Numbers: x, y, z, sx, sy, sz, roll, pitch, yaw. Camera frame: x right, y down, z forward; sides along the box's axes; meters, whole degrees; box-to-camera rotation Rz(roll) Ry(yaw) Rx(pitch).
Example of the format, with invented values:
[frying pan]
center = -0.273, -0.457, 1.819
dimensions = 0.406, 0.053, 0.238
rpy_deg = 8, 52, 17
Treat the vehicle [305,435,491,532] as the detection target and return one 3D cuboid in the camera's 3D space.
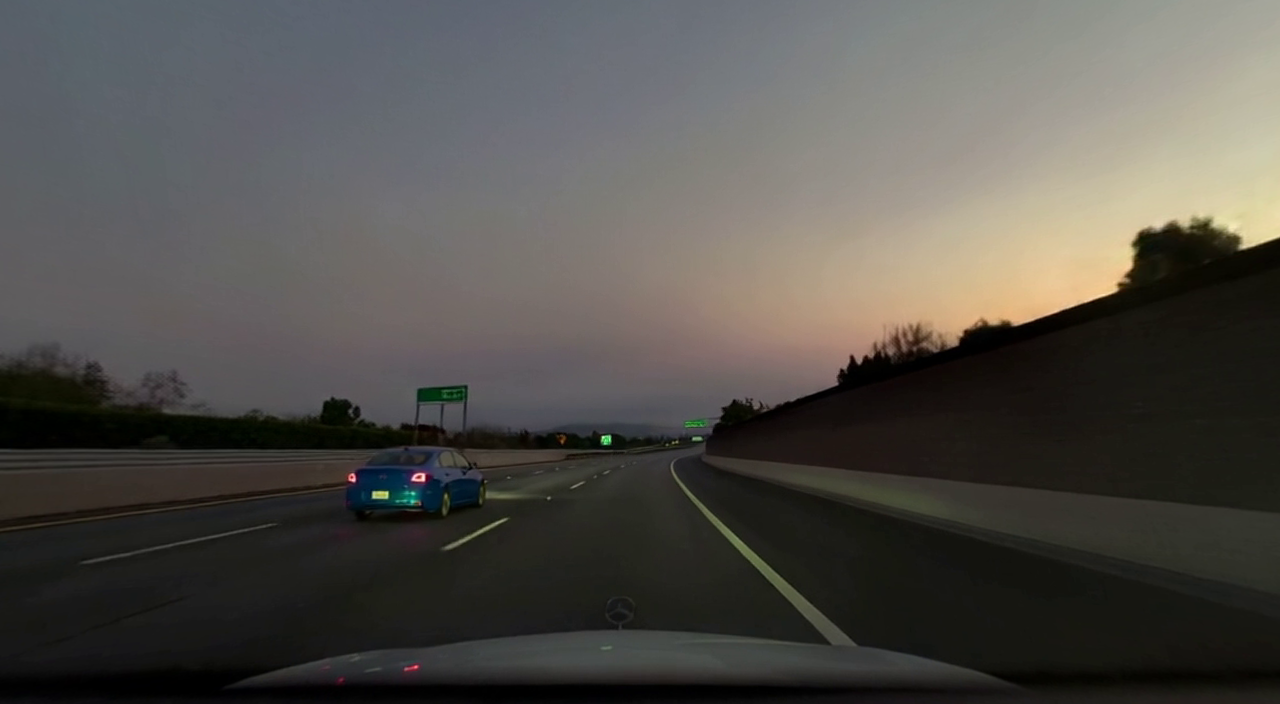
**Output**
[vehicle]
center = -4.277, 2.370, 11.904
dimensions = 1.928, 1.504, 3.745
rpy_deg = 0, -9, 1
